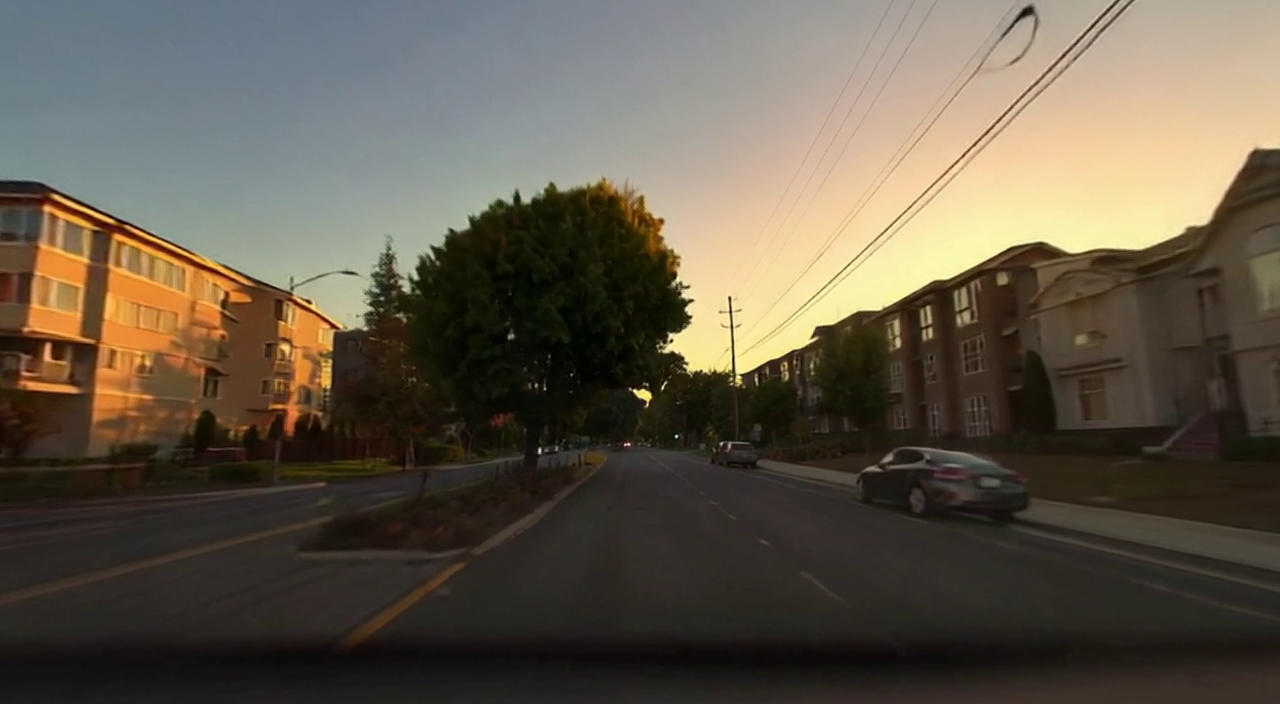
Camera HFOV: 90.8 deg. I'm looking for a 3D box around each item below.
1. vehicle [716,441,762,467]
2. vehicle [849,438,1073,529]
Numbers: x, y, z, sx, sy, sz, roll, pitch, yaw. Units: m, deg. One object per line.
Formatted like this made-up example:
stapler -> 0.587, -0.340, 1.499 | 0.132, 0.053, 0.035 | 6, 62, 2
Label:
vehicle -> 6.214, 6.448, 40.220 | 1.948, 1.526, 4.518 | 0, -8, -3
vehicle -> 6.148, 2.545, 12.952 | 1.944, 1.478, 4.885 | 0, -8, -1
